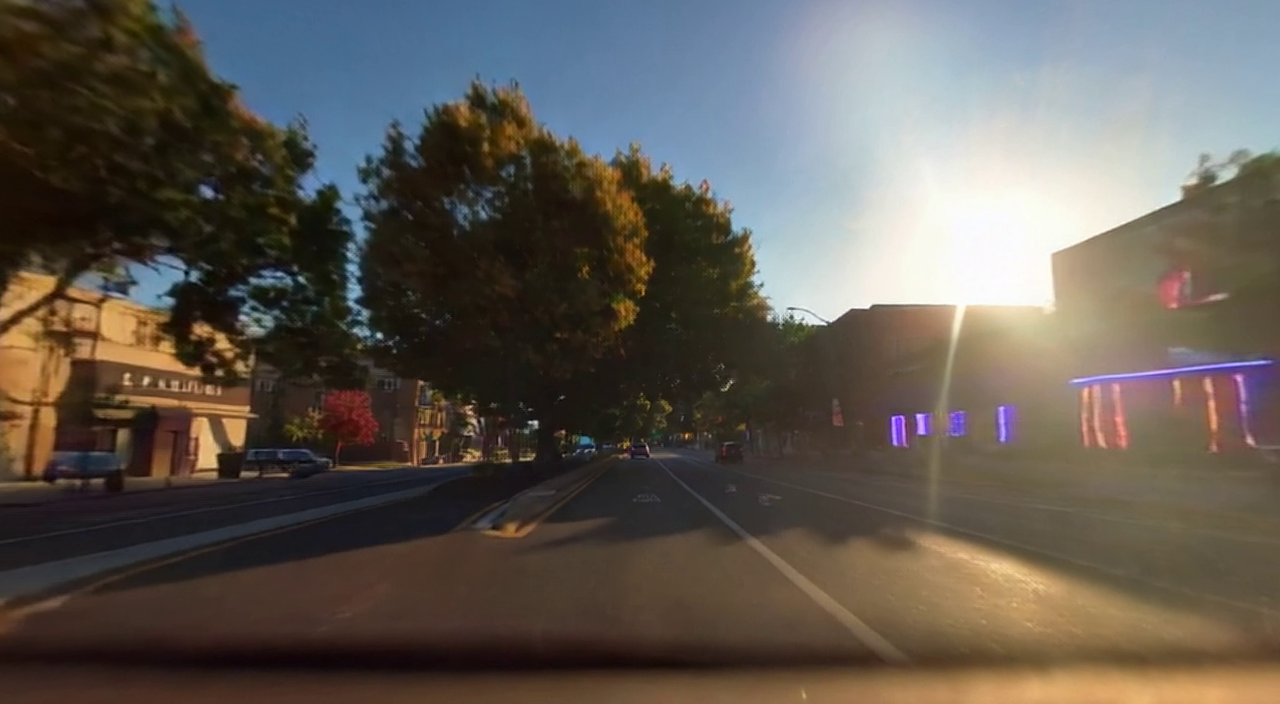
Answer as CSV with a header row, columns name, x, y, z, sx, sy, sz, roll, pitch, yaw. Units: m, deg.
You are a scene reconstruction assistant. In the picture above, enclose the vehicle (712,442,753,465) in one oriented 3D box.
name,x,y,z,sx,sy,sz,roll,pitch,yaw
vehicle,6.349,7.014,43.856,2.024,1.475,4.600,0,-8,-2
